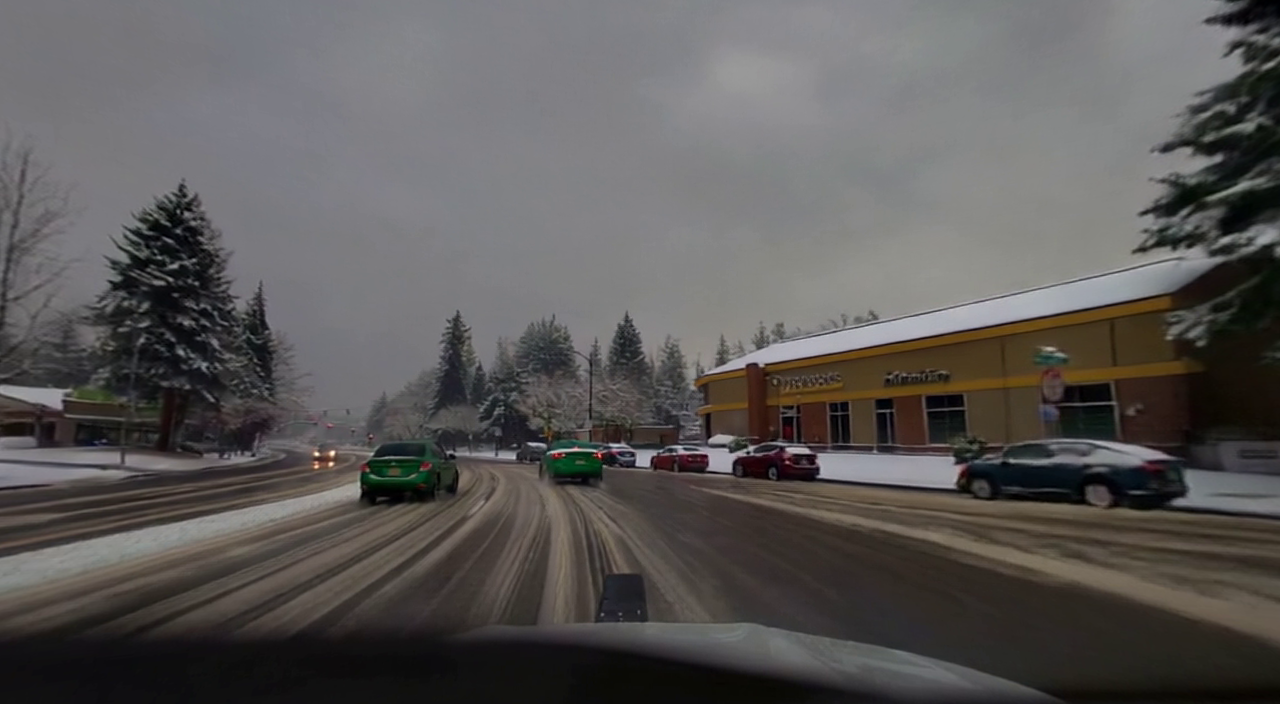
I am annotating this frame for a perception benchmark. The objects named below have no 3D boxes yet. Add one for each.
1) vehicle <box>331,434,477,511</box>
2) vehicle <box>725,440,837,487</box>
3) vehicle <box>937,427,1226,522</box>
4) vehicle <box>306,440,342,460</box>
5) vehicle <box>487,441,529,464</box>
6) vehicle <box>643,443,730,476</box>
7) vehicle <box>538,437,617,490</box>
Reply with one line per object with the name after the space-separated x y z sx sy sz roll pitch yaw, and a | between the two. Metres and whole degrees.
-5.233 2.704 14.755 2.105 1.477 4.857 1 -8 -7 | vehicle
5.062 4.044 23.217 1.952 1.547 4.091 4 -9 -24 | vehicle
9.417 2.601 14.050 2.095 1.697 4.801 3 -9 -22 | vehicle
-24.454 7.611 48.878 2.000 1.477 4.346 3 -9 -21 | vehicle
-8.785 6.614 41.626 1.920 1.416 4.310 3 -9 -21 | vehicle
2.160 5.209 30.831 2.038 1.446 4.896 4 -9 -25 | vehicle
-2.120 3.497 20.244 2.001 1.483 4.442 2 -9 -12 | vehicle
